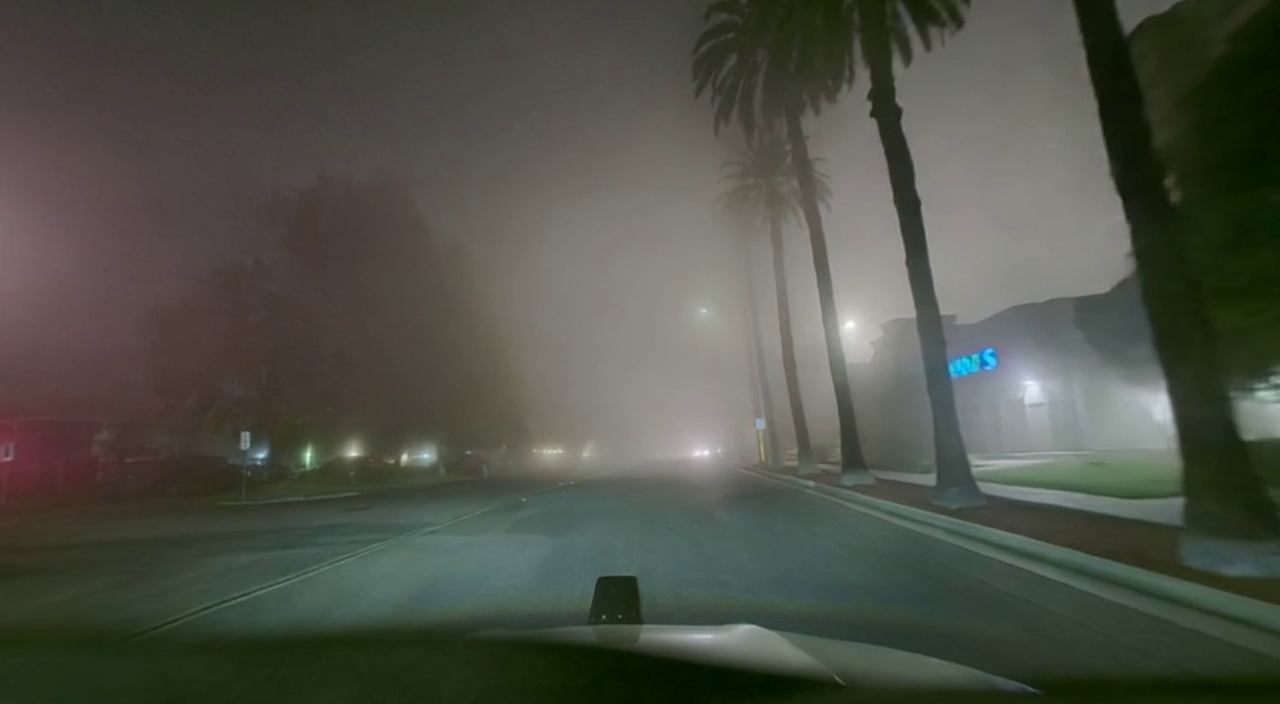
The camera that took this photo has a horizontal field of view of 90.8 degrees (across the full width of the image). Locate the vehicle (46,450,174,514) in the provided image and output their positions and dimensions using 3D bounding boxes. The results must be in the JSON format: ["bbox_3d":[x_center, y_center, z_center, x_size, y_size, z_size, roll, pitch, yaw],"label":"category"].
[{"bbox_3d":[-17.749,4.250,21.107,4.651,1.863,2.174,-7,-11,37],"label":"vehicle"}]

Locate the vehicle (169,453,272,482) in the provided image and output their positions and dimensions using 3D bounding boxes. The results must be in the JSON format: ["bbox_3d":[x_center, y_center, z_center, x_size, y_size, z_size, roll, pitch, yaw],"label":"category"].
[{"bbox_3d":[-27.311,7.513,41.224,5.193,1.830,2.049,0,-9,0],"label":"vehicle"}]
